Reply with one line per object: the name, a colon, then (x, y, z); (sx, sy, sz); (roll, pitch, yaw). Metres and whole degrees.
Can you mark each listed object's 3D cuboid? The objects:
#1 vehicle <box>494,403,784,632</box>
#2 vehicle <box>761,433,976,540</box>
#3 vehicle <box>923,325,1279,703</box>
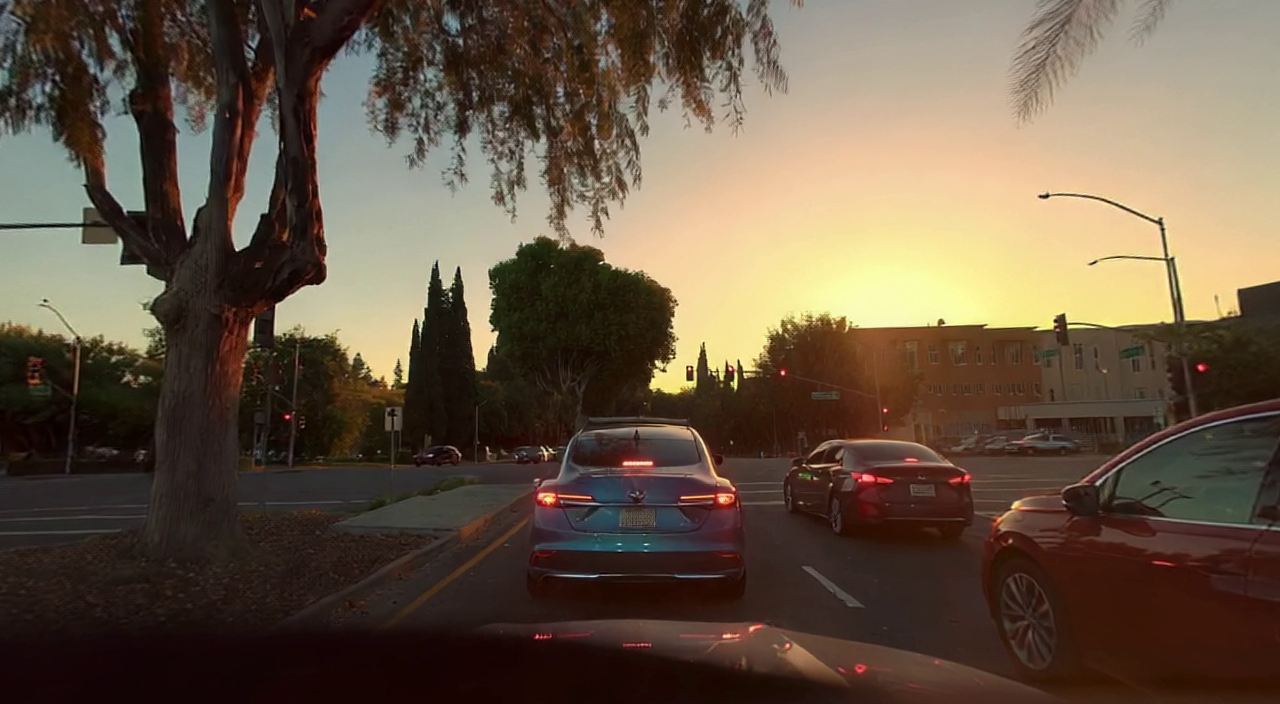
vehicle: (-0.021, 1.475, 6.502); (2.074, 1.631, 3.793); (0, -9, 0)
vehicle: (3.688, 2.262, 11.299); (2.054, 1.482, 4.654); (0, -9, -1)
vehicle: (3.721, 0.934, 3.430); (2.162, 1.829, 4.519); (0, -9, -1)
